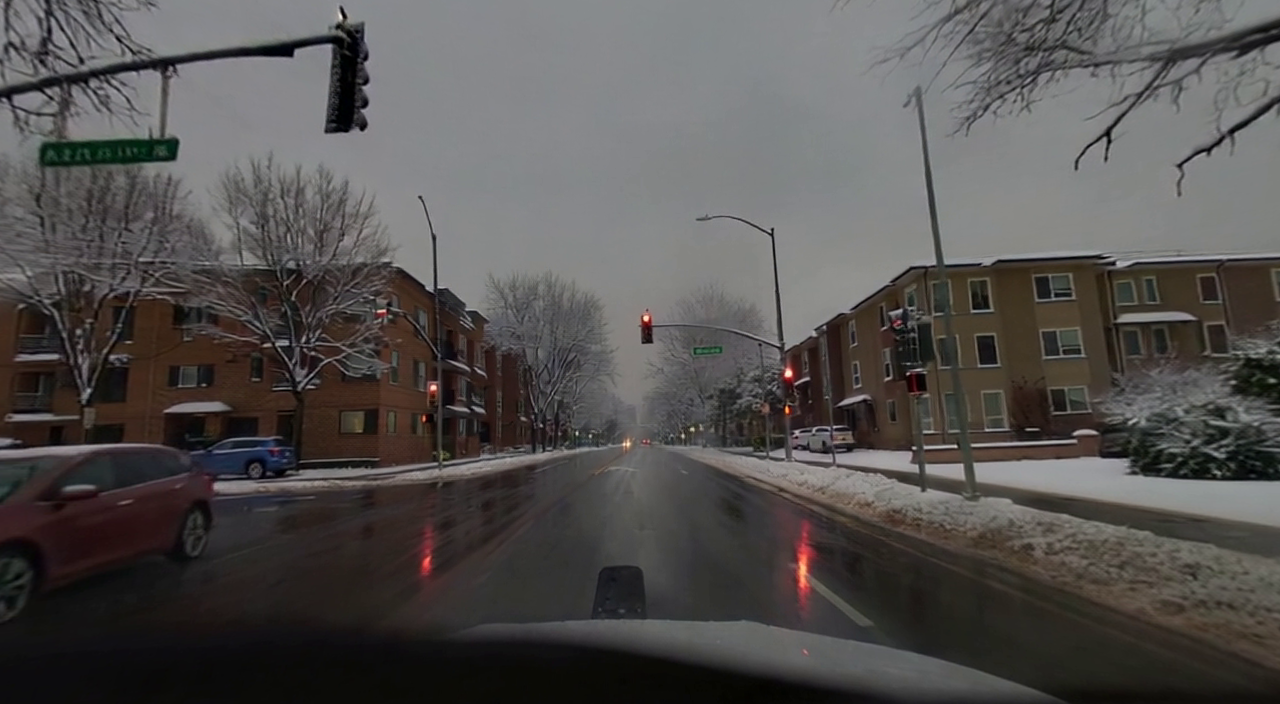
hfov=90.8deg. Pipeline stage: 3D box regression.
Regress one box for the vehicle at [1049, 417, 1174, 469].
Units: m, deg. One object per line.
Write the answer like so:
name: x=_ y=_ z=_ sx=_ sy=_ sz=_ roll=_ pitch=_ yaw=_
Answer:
vehicle: x=17.109 y=3.367 z=23.227 sx=2.013 sy=1.722 sz=4.007 roll=-2 pitch=-9 yaw=11

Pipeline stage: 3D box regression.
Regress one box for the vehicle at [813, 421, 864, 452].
vehicle: x=11.519 y=4.981 z=36.953 sx=1.950 sy=1.714 sz=4.245 roll=-1 pitch=-9 yaw=5

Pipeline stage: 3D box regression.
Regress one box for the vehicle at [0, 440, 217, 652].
vehicle: x=-5.871 y=1.665 z=6.033 sx=1.945 sy=1.424 sz=4.135 roll=-3 pitch=-8 yaw=-17

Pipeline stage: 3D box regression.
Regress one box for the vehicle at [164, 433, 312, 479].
vehicle: x=-19.039 y=4.920 z=30.142 sx=5.468 sy=1.854 sz=2.283 roll=-2 pitch=-8 yaw=-3
